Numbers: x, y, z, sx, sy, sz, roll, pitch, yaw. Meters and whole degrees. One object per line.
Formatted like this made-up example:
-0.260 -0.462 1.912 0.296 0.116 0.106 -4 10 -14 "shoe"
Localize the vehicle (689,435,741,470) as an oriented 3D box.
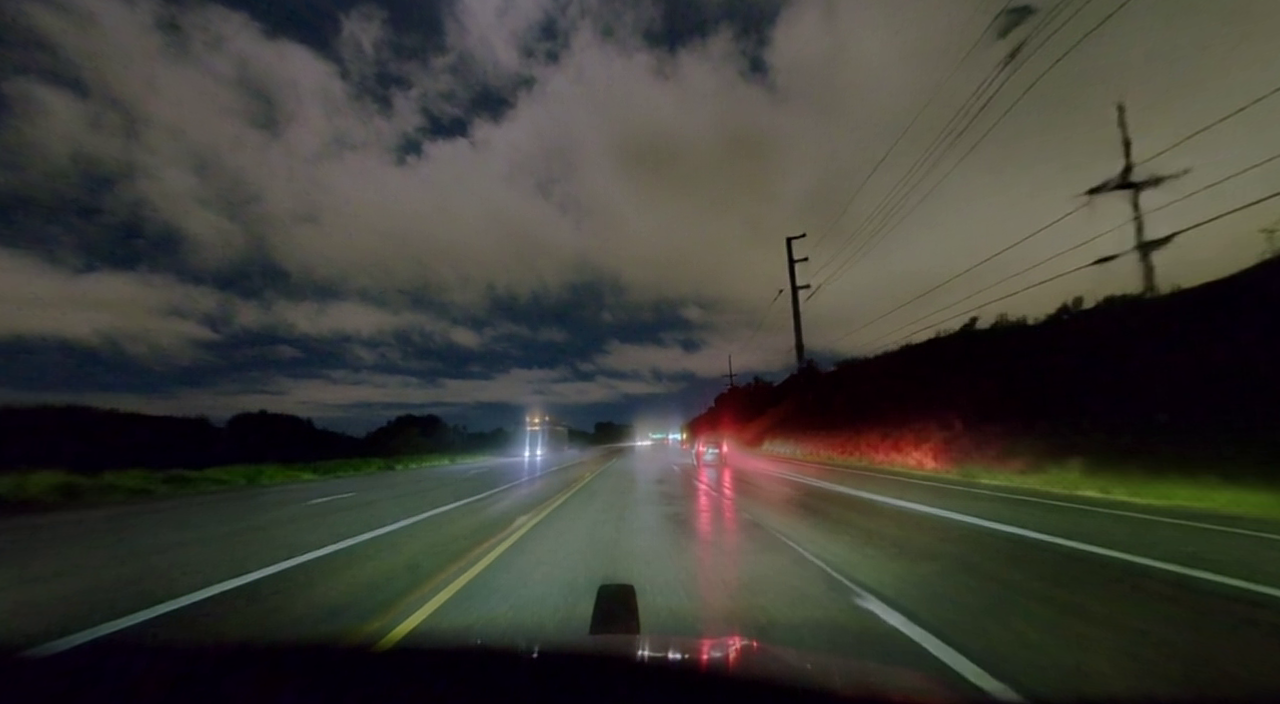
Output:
3.640 4.967 31.335 1.977 1.581 4.428 0 -8 0 "vehicle"
